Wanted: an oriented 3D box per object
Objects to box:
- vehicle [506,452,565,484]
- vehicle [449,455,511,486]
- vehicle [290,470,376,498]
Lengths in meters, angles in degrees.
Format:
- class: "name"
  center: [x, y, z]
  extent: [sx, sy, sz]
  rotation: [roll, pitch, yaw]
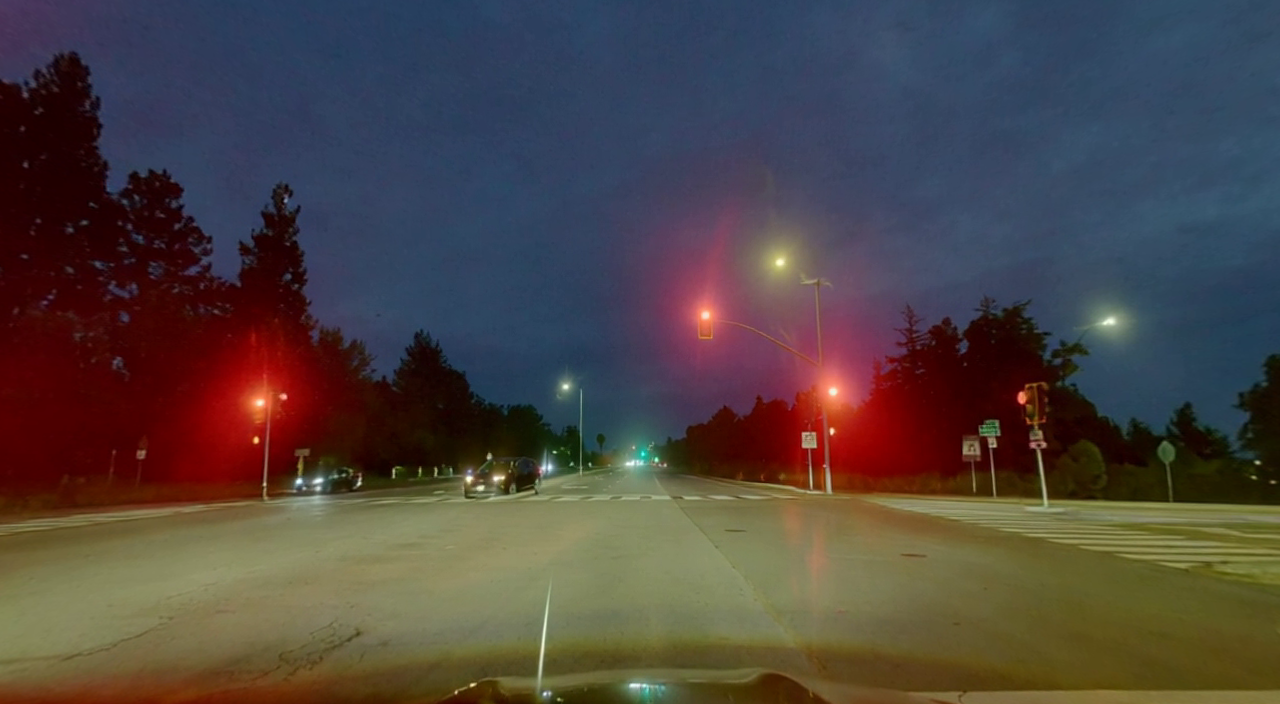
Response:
- class: "vehicle"
  center: [-5.238, 5.865, 32.130]
  extent: [2.107, 1.456, 4.728]
  rotation: [0, -8, 1]
- class: "vehicle"
  center: [-8.039, 5.978, 32.079]
  extent: [1.960, 1.433, 4.213]
  rotation: [0, -8, 1]
- class: "vehicle"
  center: [-19.621, 8.441, 40.478]
  extent: [2.029, 1.500, 4.491]
  rotation: [-5, -10, 30]
